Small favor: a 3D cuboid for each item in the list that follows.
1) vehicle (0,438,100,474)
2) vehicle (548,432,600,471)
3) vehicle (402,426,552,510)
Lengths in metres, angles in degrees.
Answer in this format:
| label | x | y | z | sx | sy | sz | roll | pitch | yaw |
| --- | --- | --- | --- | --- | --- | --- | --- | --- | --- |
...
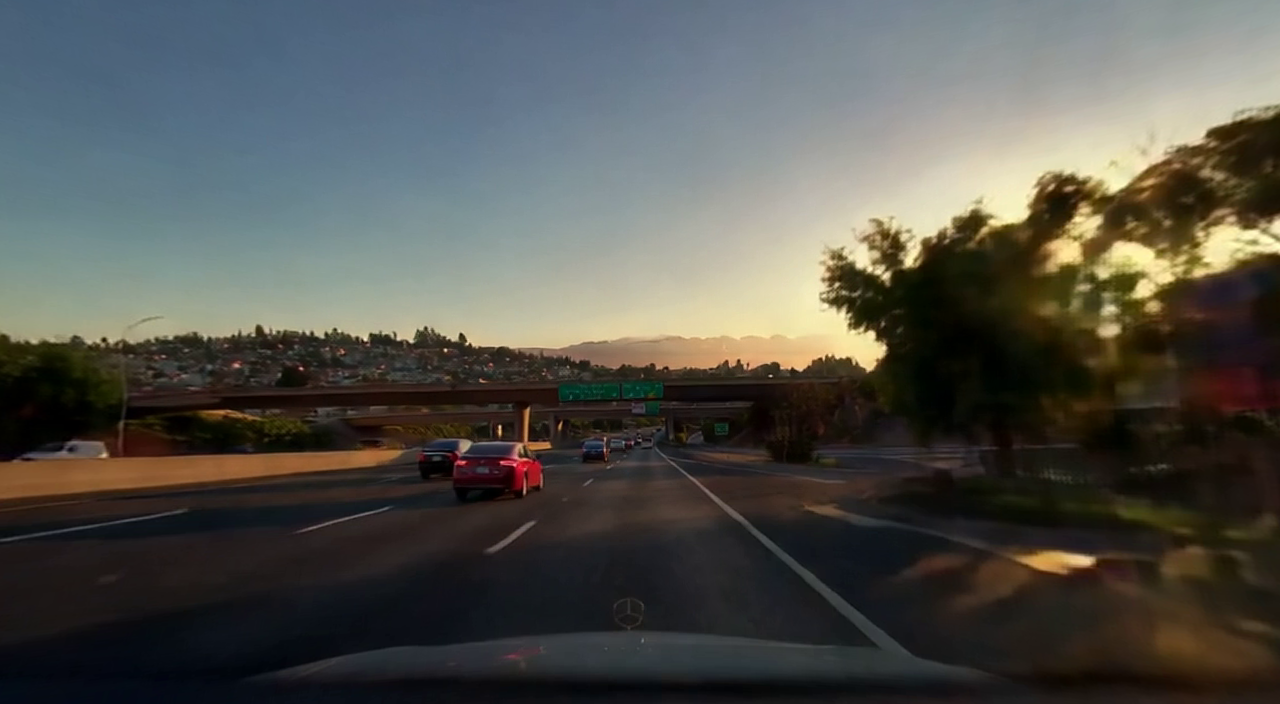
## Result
| label | x | y | z | sx | sy | sz | roll | pitch | yaw |
| --- | --- | --- | --- | --- | --- | --- | --- | --- | --- |
| vehicle | -25.032 | 4.372 | 26.592 | 1.497 | 1.395 | 3.408 | 0 | -8 | -1 |
| vehicle | -3.272 | 5.014 | 32.040 | 2.080 | 1.811 | 4.644 | 0 | -8 | 1 |
| vehicle | -3.539 | 2.627 | 14.767 | 2.210 | 1.628 | 4.586 | 0 | -8 | 1 |
